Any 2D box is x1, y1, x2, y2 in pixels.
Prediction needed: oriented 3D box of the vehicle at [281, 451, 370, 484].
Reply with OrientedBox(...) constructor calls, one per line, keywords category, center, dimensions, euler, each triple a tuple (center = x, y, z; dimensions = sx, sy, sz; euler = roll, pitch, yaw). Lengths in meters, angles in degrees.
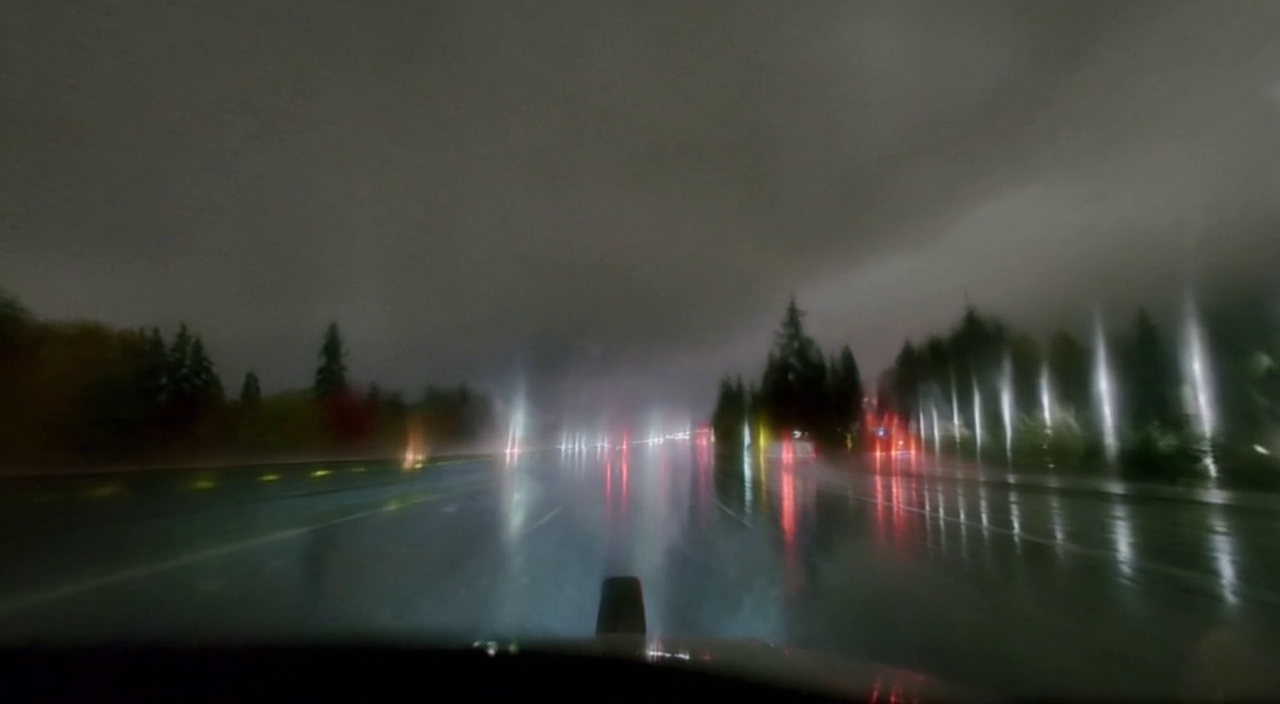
OrientedBox(category="vehicle", center=(-15.425, 5.659, 31.224), dimensions=(1.942, 1.447, 4.509), euler=(-1, -9, 2))
